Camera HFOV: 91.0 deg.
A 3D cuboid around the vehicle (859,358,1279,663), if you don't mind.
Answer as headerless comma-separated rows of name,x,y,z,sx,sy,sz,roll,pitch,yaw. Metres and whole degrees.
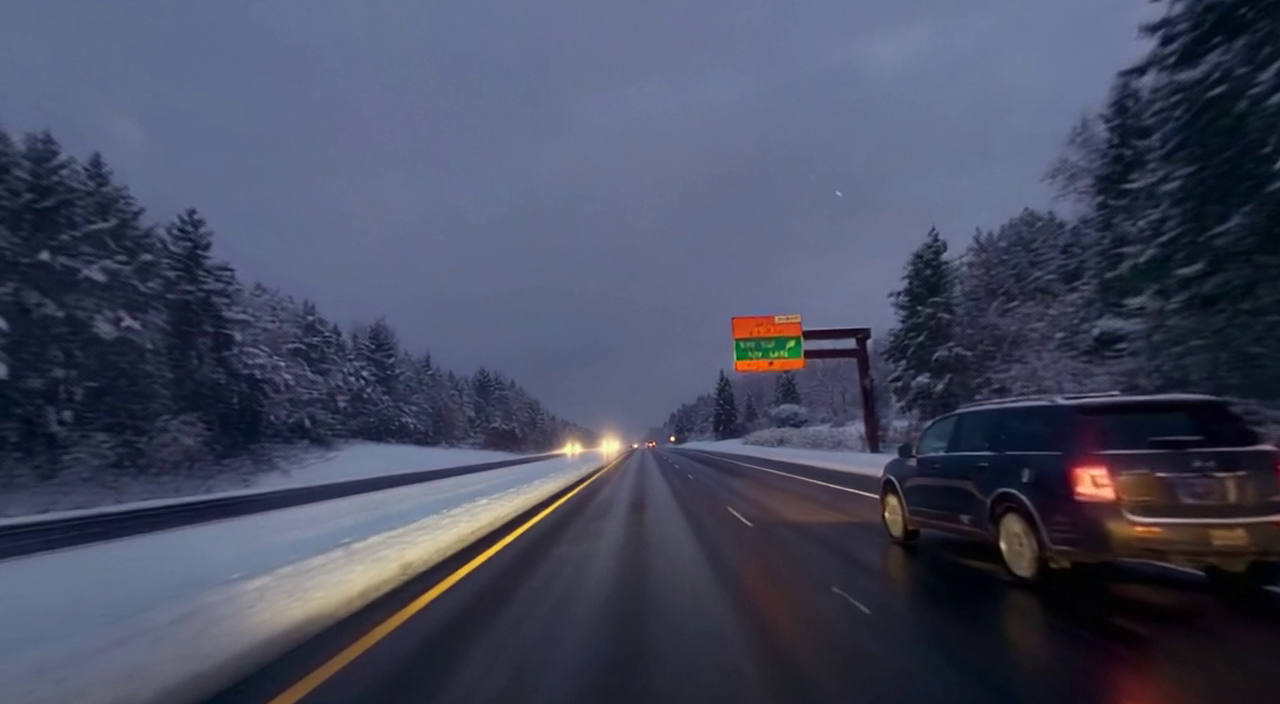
vehicle,4.209,1.274,6.181,2.360,1.798,4.781,0,-8,0
